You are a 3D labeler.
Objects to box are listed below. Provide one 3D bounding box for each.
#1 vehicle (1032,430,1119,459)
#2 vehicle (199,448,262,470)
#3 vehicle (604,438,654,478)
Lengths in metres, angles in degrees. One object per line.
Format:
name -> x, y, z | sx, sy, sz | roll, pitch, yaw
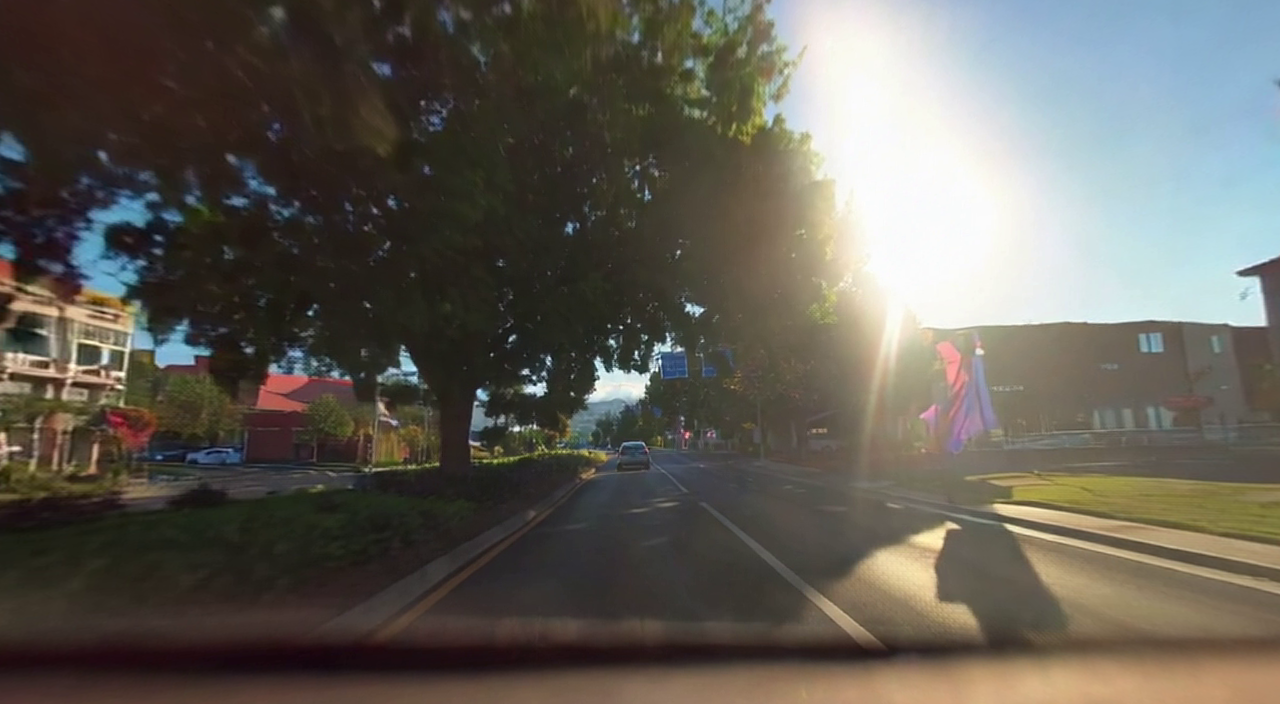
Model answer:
vehicle -> 22.967, 4.895, 33.330 | 1.720, 1.450, 3.741 | 0, -8, -4
vehicle -> -30.087, 7.831, 46.403 | 1.844, 1.521, 4.304 | 1, -9, -2
vehicle -> -0.482, 5.228, 31.293 | 2.235, 1.719, 4.292 | 2, -9, 1
